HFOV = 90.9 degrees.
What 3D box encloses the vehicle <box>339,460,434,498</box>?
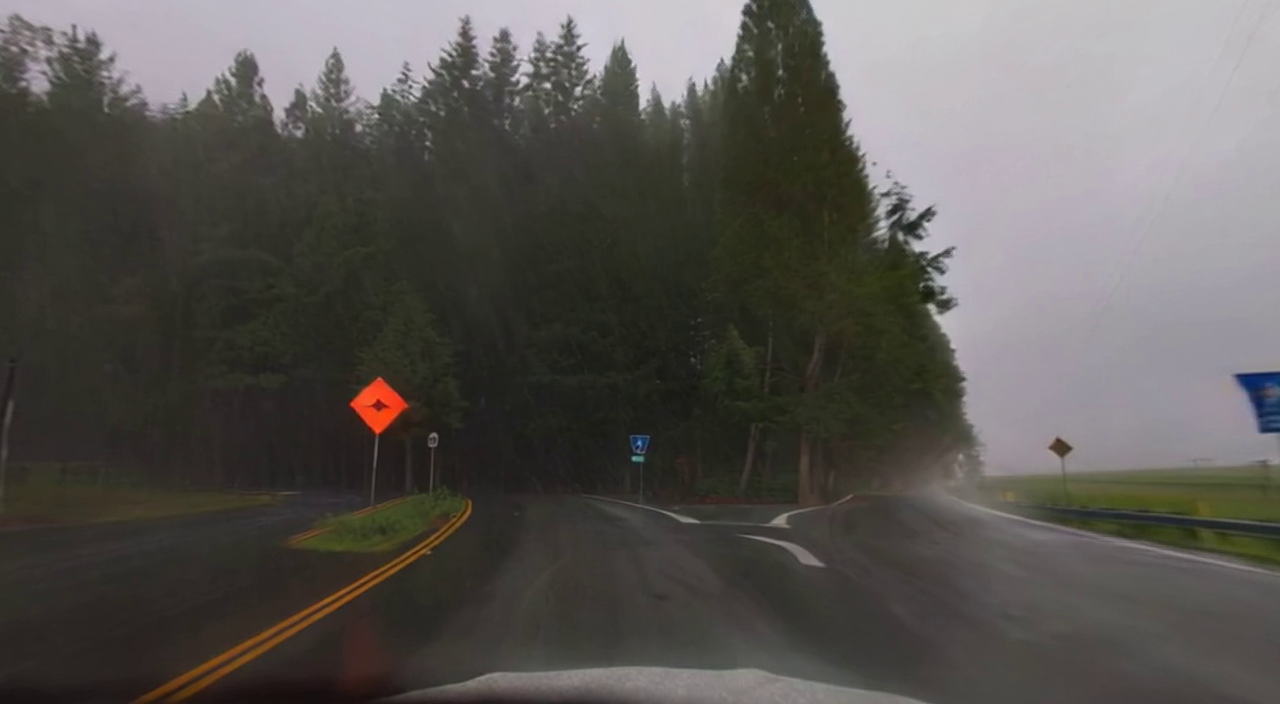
[{"bbox_3d":[-11.570,5.837,29.079,1.889,1.583,3.992,-2,-11,17],"label":"vehicle"}]
